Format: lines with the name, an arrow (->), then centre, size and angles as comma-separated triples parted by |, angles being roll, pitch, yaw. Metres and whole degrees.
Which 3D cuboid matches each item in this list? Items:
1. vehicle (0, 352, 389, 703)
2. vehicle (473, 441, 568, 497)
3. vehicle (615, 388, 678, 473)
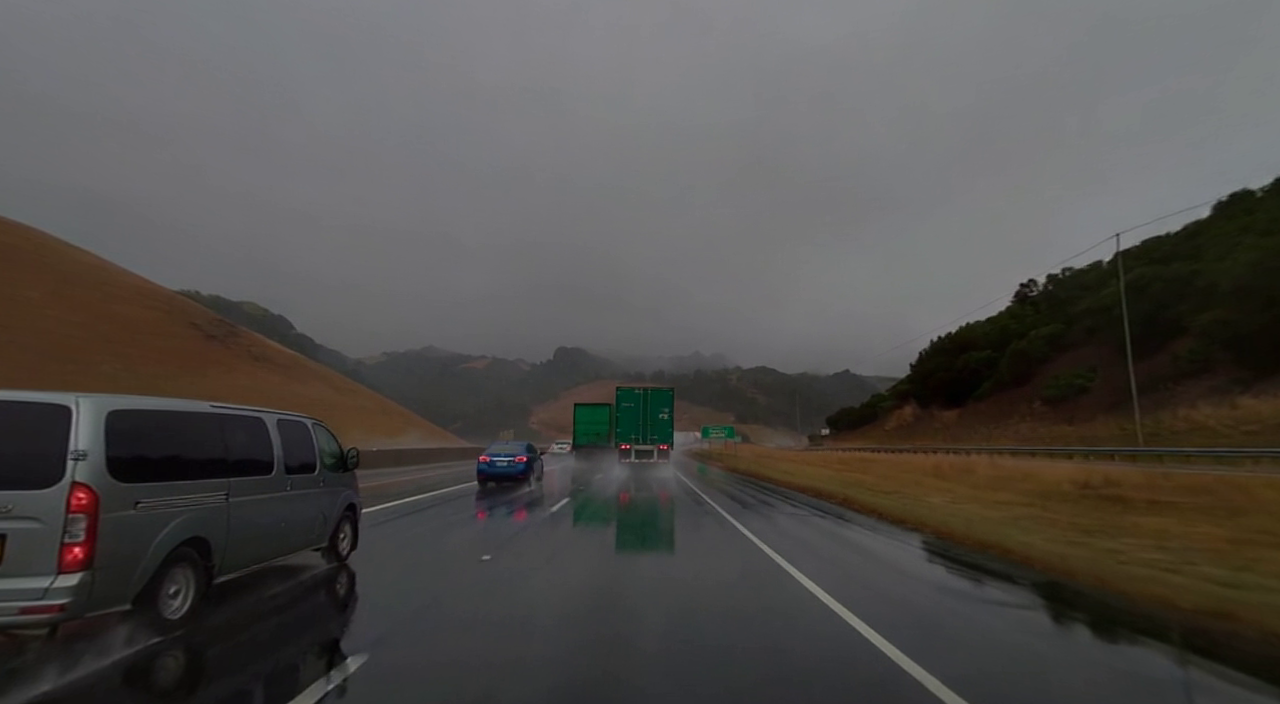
vehicle -> -4.108, 1.182, 4.959 | 2.136, 1.779, 4.875 | 0, -8, 2
vehicle -> -3.421, 3.423, 18.912 | 1.950, 1.446, 4.224 | 0, -8, 1
vehicle -> 0.461, 4.475, 35.137 | 2.913, 3.988, 10.874 | 0, -8, 2
